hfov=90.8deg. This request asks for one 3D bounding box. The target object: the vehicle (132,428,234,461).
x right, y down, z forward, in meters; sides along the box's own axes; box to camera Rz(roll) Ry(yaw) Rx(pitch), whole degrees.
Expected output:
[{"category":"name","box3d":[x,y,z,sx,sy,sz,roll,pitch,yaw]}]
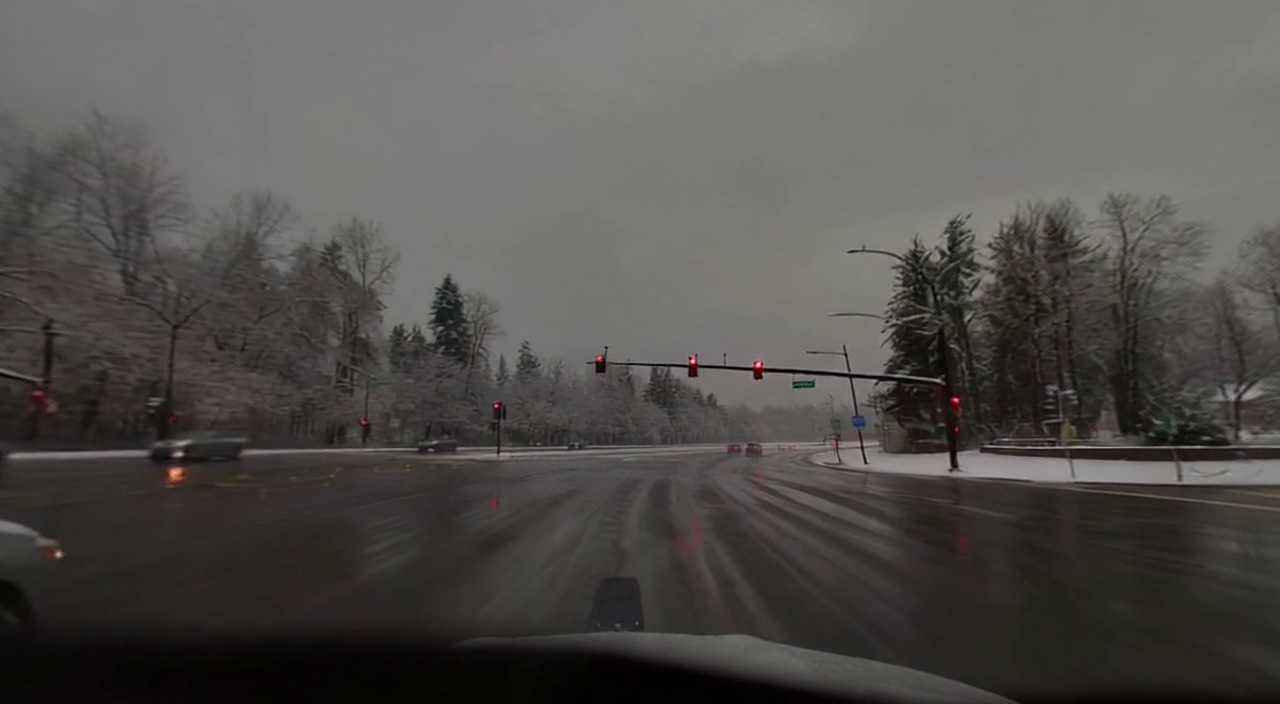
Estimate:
[{"category":"vehicle","box3d":[-27.076,5.545,37.694,1.972,1.817,4.846,-2,-9,9]}]

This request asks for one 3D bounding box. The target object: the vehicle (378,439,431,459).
[{"category":"vehicle","box3d":[-18.460,7.622,49.798,1.844,1.455,4.538,-2,-9,9]}]
